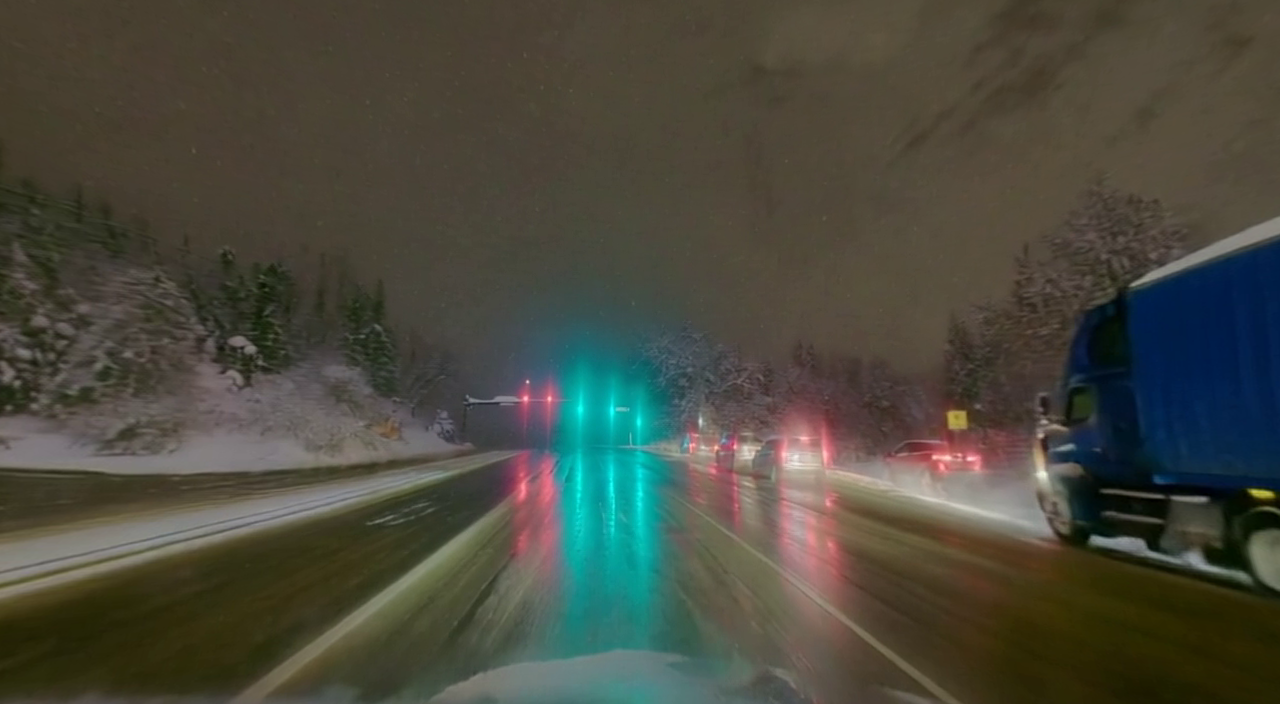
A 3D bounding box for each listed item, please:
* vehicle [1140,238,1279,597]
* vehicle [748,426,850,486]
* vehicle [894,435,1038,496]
[{"bbox_3d":[6.469,0.150,2.520,2.625,2.975,8.237,-1,-8,4],"label":"vehicle"},{"bbox_3d":[5.017,3.330,20.467,1.917,1.748,4.003,0,-8,-5],"label":"vehicle"},{"bbox_3d":[9.332,3.237,18.435,1.919,1.545,3.885,0,-7,-4],"label":"vehicle"}]
